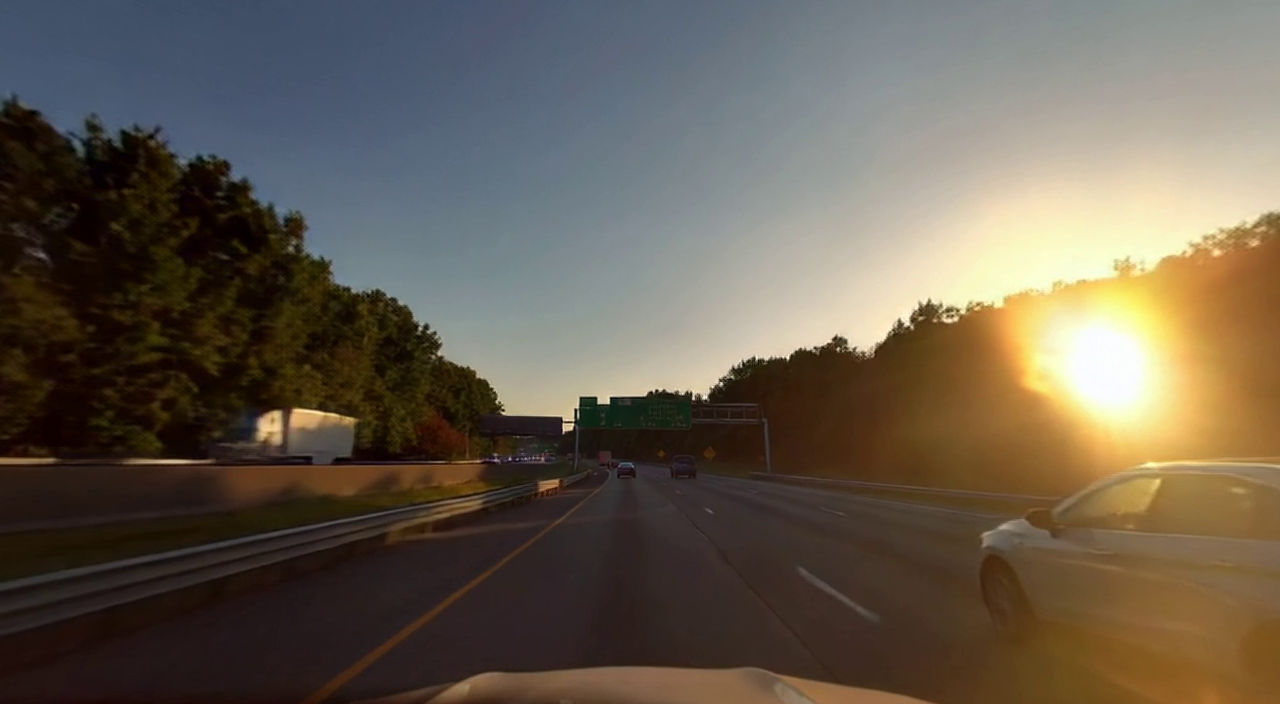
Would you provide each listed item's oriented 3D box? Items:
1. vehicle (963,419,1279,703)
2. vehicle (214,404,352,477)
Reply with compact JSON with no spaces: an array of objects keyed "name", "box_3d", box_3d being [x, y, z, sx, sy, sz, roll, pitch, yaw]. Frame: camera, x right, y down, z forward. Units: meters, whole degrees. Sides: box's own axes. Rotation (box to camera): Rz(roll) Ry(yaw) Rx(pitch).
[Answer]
[{"name":"vehicle","box_3d":[3.955,1.267,3.408,2.132,1.662,4.180,1,-10,-1]},{"name":"vehicle","box_3d":[-21.608,5.667,39.069,3.104,3.928,9.331,1,-10,-2]}]
